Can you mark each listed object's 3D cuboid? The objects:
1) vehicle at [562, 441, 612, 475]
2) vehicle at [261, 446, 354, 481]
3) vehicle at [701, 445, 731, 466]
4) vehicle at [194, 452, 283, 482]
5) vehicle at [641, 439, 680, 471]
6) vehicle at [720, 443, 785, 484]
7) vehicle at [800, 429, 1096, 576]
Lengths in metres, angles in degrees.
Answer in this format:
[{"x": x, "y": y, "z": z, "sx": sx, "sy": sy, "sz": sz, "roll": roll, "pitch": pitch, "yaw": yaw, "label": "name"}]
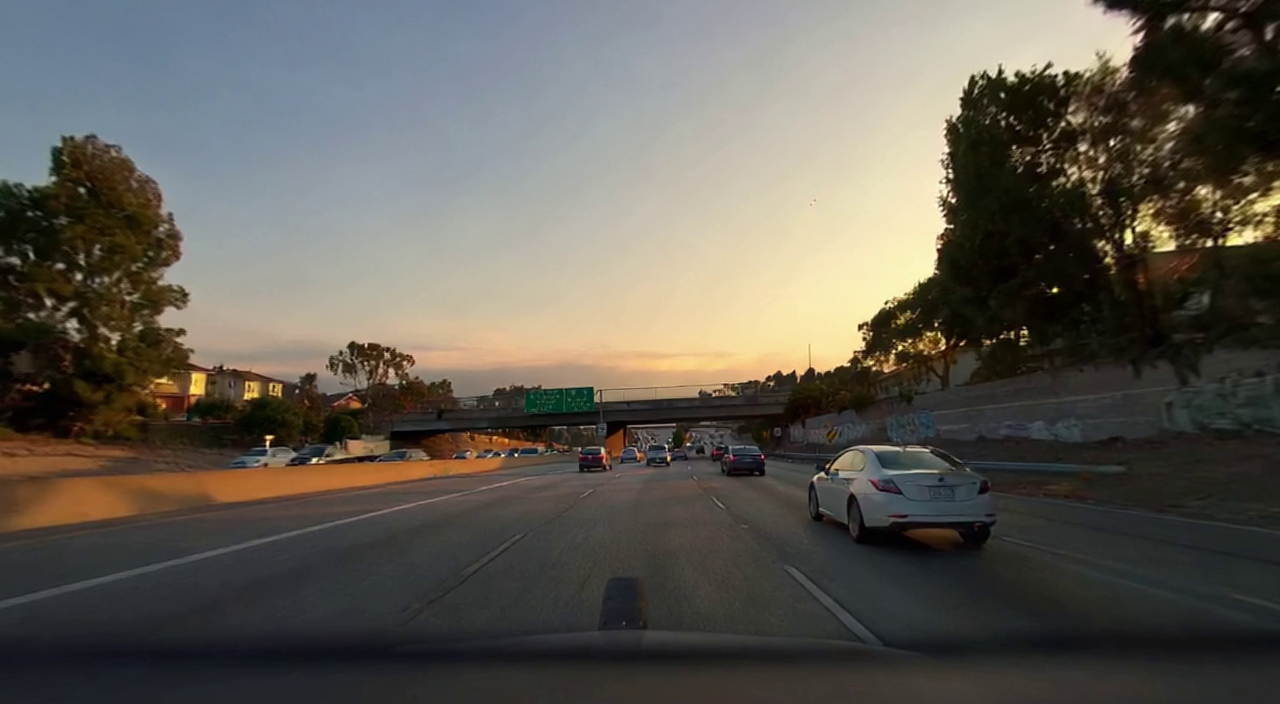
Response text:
[{"x": -2.836, "y": 5.821, "z": 34.929, "sx": 2.070, "sy": 1.740, "sz": 4.678, "roll": -1, "pitch": -8, "yaw": 4, "label": "vehicle"}, {"x": -18.021, "y": 6.040, "z": 34.518, "sx": 2.086, "sy": 1.731, "sz": 5.031, "roll": -1, "pitch": -8, "yaw": 3, "label": "vehicle"}, {"x": 5.726, "y": 7.795, "z": 47.667, "sx": 2.078, "sy": 1.456, "sz": 3.926, "roll": -1, "pitch": -8, "yaw": 5, "label": "vehicle"}, {"x": -21.992, "y": 6.308, "z": 34.747, "sx": 1.856, "sy": 1.467, "sz": 4.336, "roll": -1, "pitch": -8, "yaw": 3, "label": "vehicle"}, {"x": 1.250, "y": 6.147, "z": 37.897, "sx": 2.183, "sy": 1.764, "sz": 4.134, "roll": -1, "pitch": -8, "yaw": 3, "label": "vehicle"}, {"x": 4.325, "y": 4.331, "z": 24.833, "sx": 1.854, "sy": 1.438, "sz": 3.954, "roll": 0, "pitch": -8, "yaw": 0, "label": "vehicle"}, {"x": 3.765, "y": 1.885, "z": 8.772, "sx": 1.912, "sy": 1.509, "sz": 4.291, "roll": 0, "pitch": -8, "yaw": 0, "label": "vehicle"}]
